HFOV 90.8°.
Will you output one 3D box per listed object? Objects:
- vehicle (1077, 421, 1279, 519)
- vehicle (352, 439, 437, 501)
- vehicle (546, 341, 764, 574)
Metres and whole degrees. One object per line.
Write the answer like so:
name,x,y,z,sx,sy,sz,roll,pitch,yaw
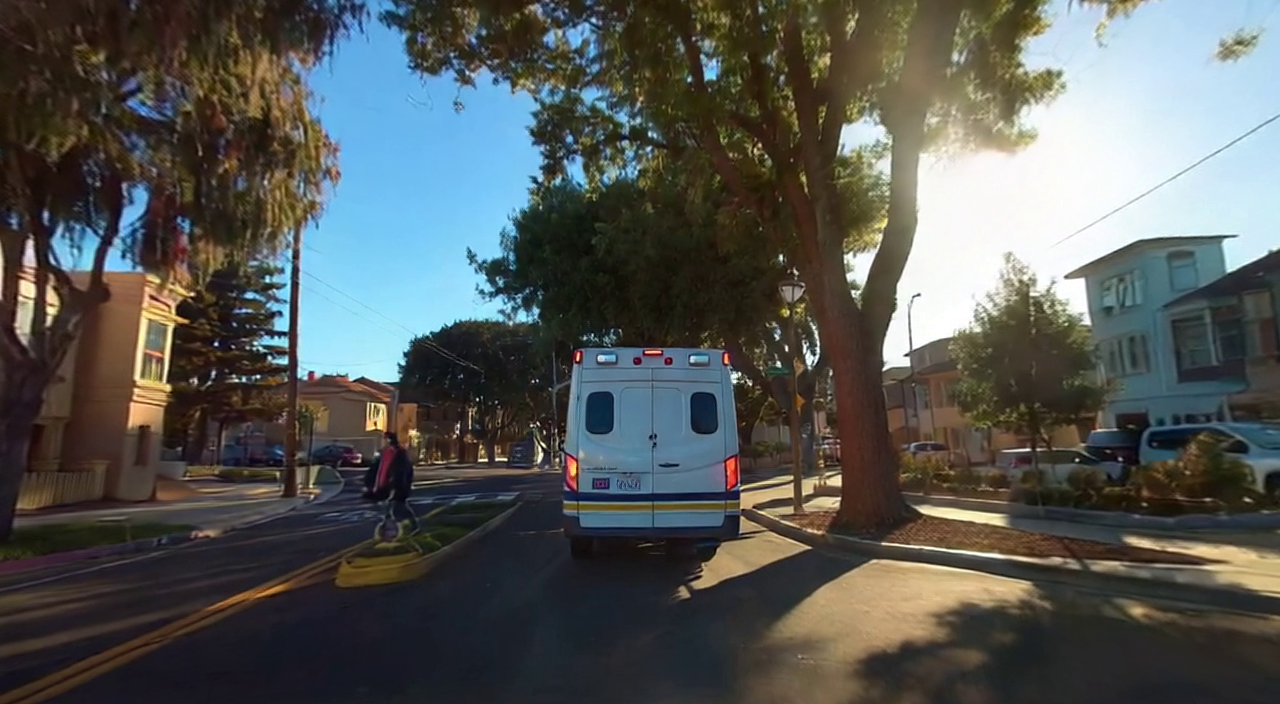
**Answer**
vehicle,13.258,2.559,13.974,5.270,1.966,2.329,-2,-8,11
vehicle,-8.340,3.865,21.281,2.290,1.776,4.947,3,-9,-23
vehicle,0.175,1.581,10.008,2.444,2.640,5.482,0,-8,0
